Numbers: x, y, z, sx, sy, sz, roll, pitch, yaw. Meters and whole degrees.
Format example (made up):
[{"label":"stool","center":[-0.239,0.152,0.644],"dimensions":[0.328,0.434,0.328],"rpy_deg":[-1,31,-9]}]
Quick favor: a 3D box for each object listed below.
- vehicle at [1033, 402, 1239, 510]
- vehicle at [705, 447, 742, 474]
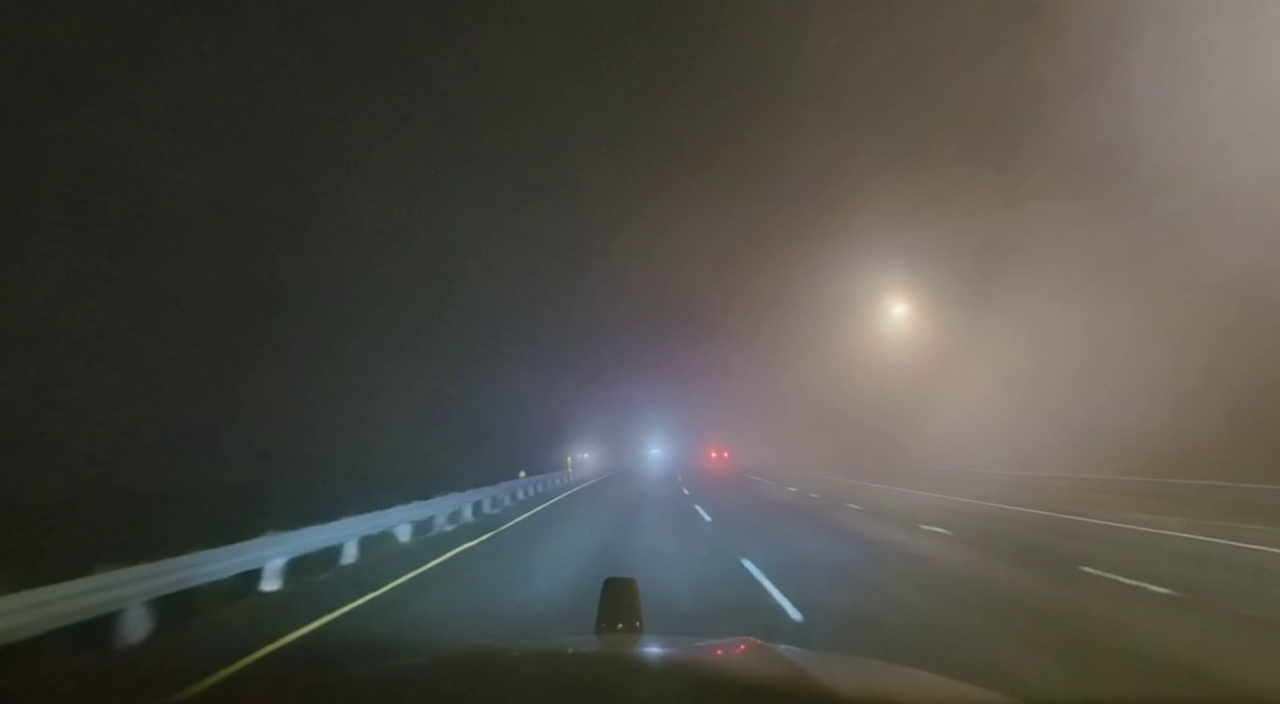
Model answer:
[{"label":"vehicle","center":[12.545,2.668,16.302],"dimensions":[3.055,2.511,2.572],"rpy_deg":[-1,-9,5]},{"label":"vehicle","center":[5.063,6.613,38.745],"dimensions":[1.874,1.506,4.116],"rpy_deg":[-1,-9,3]}]
